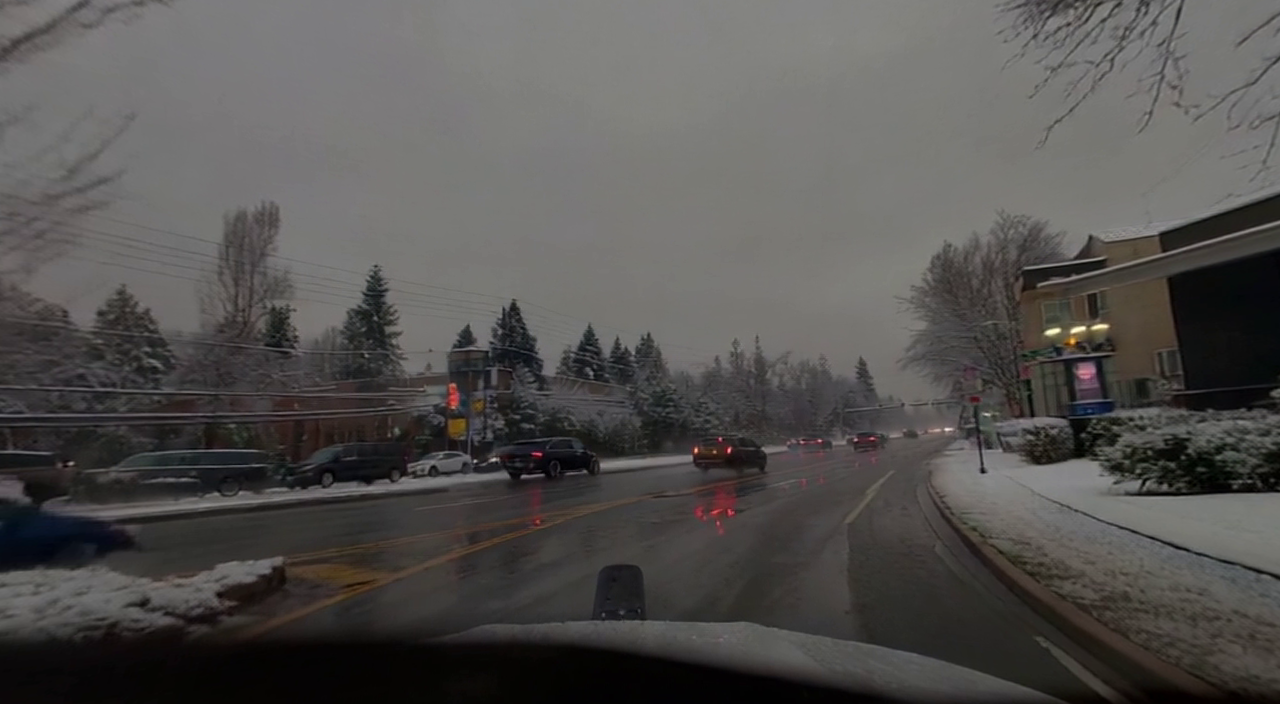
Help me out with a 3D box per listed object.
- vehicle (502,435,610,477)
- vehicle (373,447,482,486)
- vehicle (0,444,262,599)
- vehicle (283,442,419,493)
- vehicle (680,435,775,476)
[{"bbox_3d":[-3.858,4.897,29.792,2.506,1.718,4.822,-9,-12,31],"label":"vehicle"},{"bbox_3d":[-11.610,6.236,34.905,2.261,1.733,5.381,-5,-8,33],"label":"vehicle"},{"bbox_3d":[-6.954,1.669,6.503,2.056,1.442,4.725,-6,-11,36],"label":"vehicle"},{"bbox_3d":[-12.488,4.932,27.634,2.134,1.924,4.911,-5,-9,34],"label":"vehicle"},{"bbox_3d":[3.618,4.175,25.442,1.984,1.482,4.482,-6,-11,34],"label":"vehicle"}]
